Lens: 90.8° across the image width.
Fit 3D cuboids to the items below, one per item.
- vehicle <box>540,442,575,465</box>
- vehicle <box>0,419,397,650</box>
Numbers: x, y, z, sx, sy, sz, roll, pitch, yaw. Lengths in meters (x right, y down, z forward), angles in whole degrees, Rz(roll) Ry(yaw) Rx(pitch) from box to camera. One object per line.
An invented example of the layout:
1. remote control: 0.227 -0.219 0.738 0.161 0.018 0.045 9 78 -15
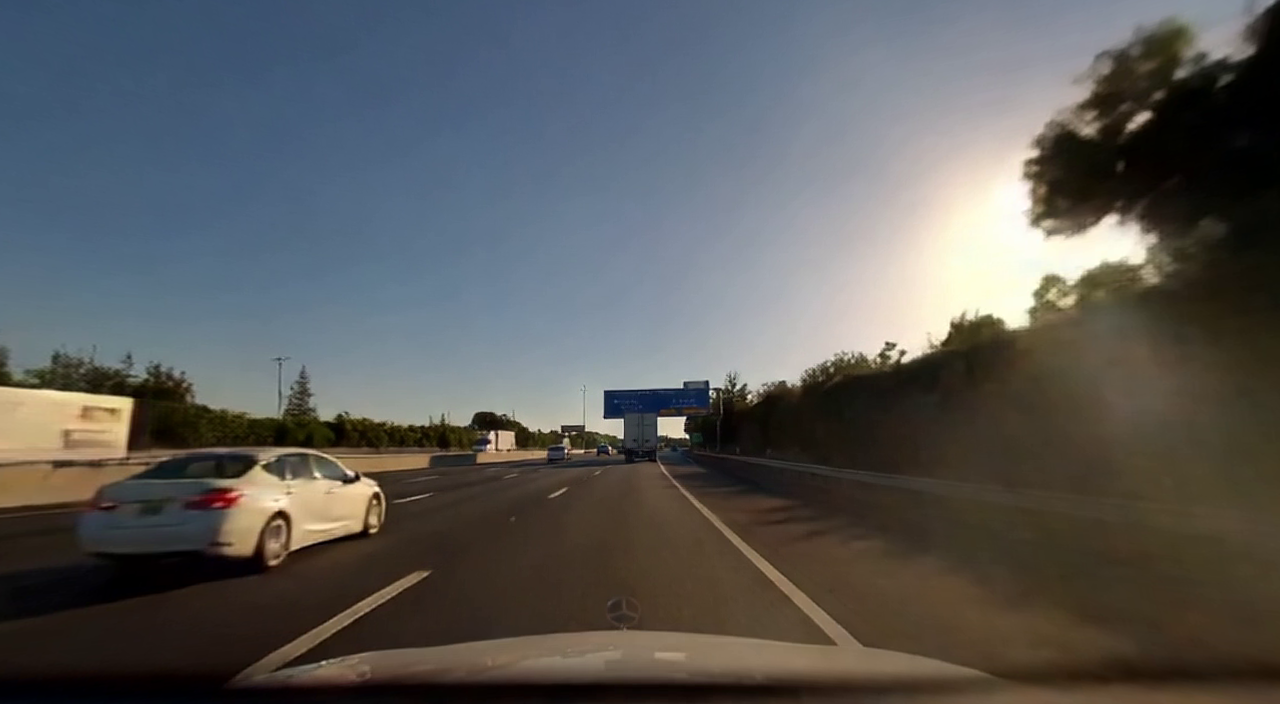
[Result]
1. vehicle: -6.330 7.899 49.108 2.067 1.676 4.789 0 -9 0
2. vehicle: -4.194 1.520 6.199 2.024 1.515 3.907 0 -9 0
